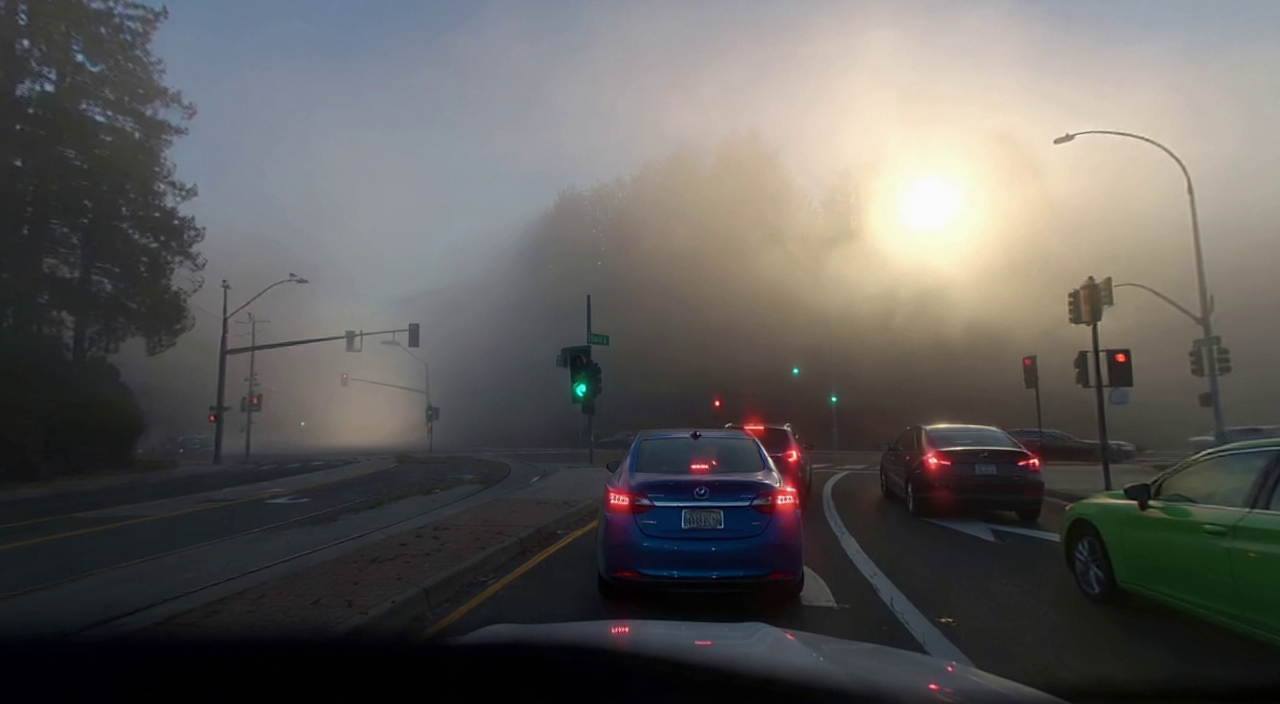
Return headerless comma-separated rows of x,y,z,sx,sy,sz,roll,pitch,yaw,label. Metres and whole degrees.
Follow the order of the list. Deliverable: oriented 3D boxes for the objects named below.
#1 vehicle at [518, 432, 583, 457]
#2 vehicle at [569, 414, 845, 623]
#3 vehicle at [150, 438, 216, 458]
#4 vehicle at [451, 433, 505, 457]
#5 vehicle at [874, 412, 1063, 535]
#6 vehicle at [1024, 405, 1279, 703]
-5.961,6.104,41.536,1.932,1.573,4.509,8,-12,-44,vehicle
0.857,1.500,6.685,2.052,1.483,3.928,-2,-8,12,vehicle
-35.375,7.438,48.643,1.652,1.433,3.733,-7,-11,40,vehicle
-12.452,7.120,48.195,1.972,1.705,4.457,8,-11,-44,vehicle
5.538,2.053,11.286,2.102,1.717,4.373,-2,-9,16,vehicle
4.251,1.060,3.375,1.954,1.508,4.441,-1,-8,6,vehicle
